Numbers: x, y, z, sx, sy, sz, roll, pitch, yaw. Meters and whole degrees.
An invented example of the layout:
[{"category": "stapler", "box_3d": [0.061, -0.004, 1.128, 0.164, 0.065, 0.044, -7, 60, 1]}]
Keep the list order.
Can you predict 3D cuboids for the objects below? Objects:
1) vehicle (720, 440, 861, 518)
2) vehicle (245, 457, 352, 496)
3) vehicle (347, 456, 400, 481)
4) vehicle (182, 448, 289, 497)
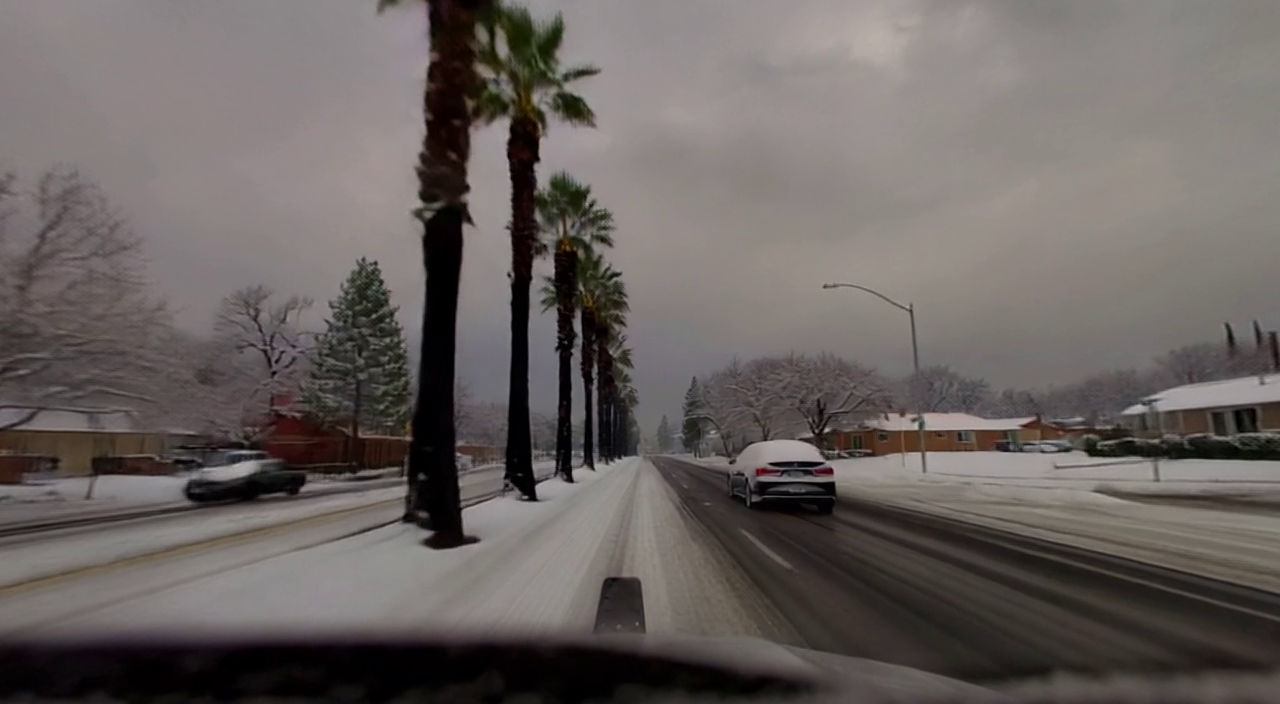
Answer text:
[{"category": "vehicle", "box_3d": [3.209, 2.819, 14.606, 1.989, 1.492, 4.689, 0, -9, -2]}, {"category": "vehicle", "box_3d": [-14.884, 5.401, 27.874, 1.990, 1.488, 4.724, 0, -9, 1]}, {"category": "vehicle", "box_3d": [-18.811, 8.215, 44.804, 1.811, 1.539, 4.560, 0, -9, -1]}, {"category": "vehicle", "box_3d": [-19.112, 5.721, 30.195, 1.987, 1.998, 4.642, -4, -10, 1]}]
